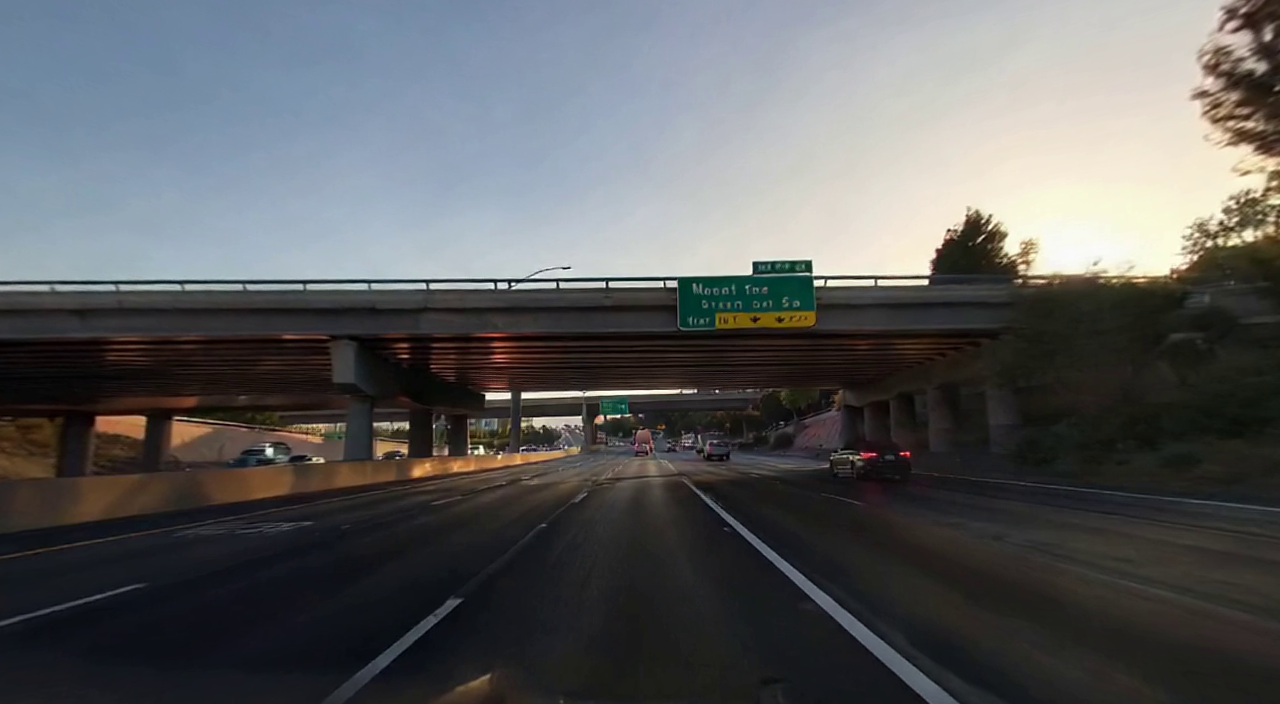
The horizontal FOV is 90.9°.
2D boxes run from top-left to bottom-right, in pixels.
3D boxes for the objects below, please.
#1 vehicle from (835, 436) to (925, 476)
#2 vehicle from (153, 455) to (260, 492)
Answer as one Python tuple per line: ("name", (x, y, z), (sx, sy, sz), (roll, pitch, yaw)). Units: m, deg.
("vehicle", (10.085, 4.407, 26.943), (2.000, 1.514, 4.585), (0, -8, -1))
("vehicle", (-20.149, 5.638, 29.606), (1.859, 1.483, 4.391), (-1, -8, 1))
